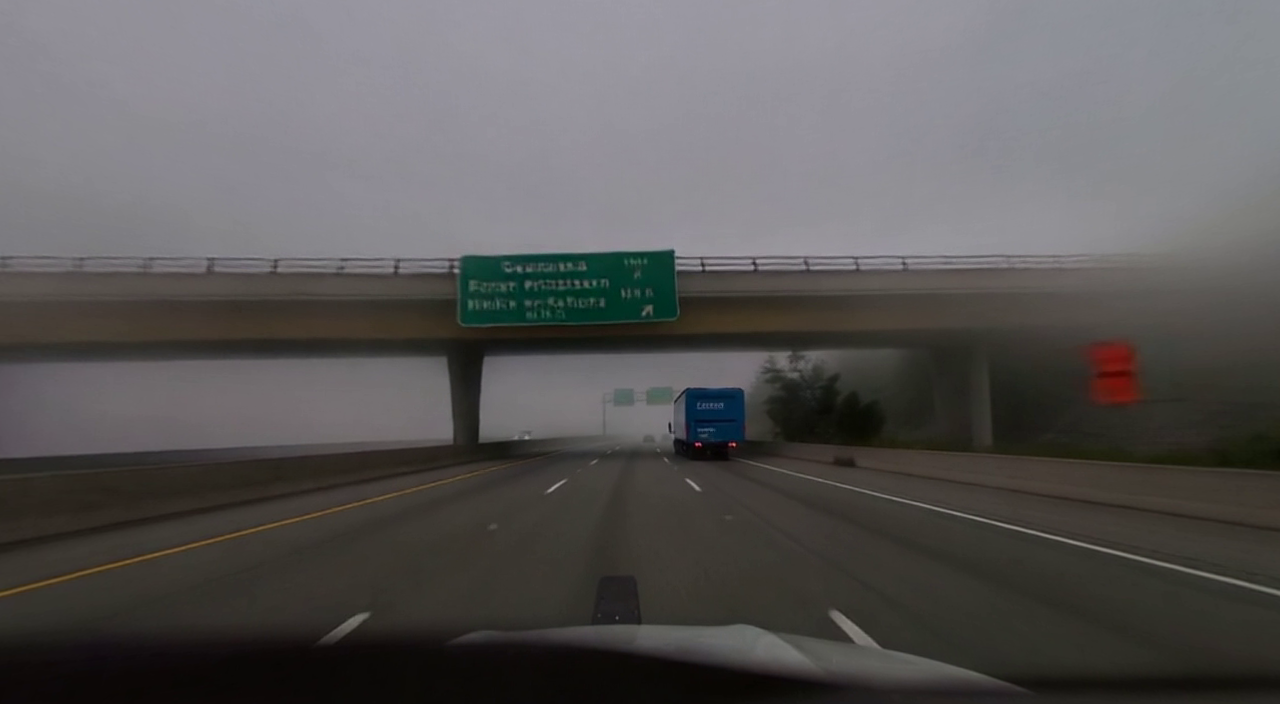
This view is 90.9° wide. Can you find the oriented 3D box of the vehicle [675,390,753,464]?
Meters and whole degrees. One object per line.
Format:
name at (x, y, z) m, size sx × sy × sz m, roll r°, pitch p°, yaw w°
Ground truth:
vehicle at (3.734, 4.195, 34.837) m, size 2.849 × 3.391 × 11.018 m, roll -1°, pitch -8°, yaw -1°
